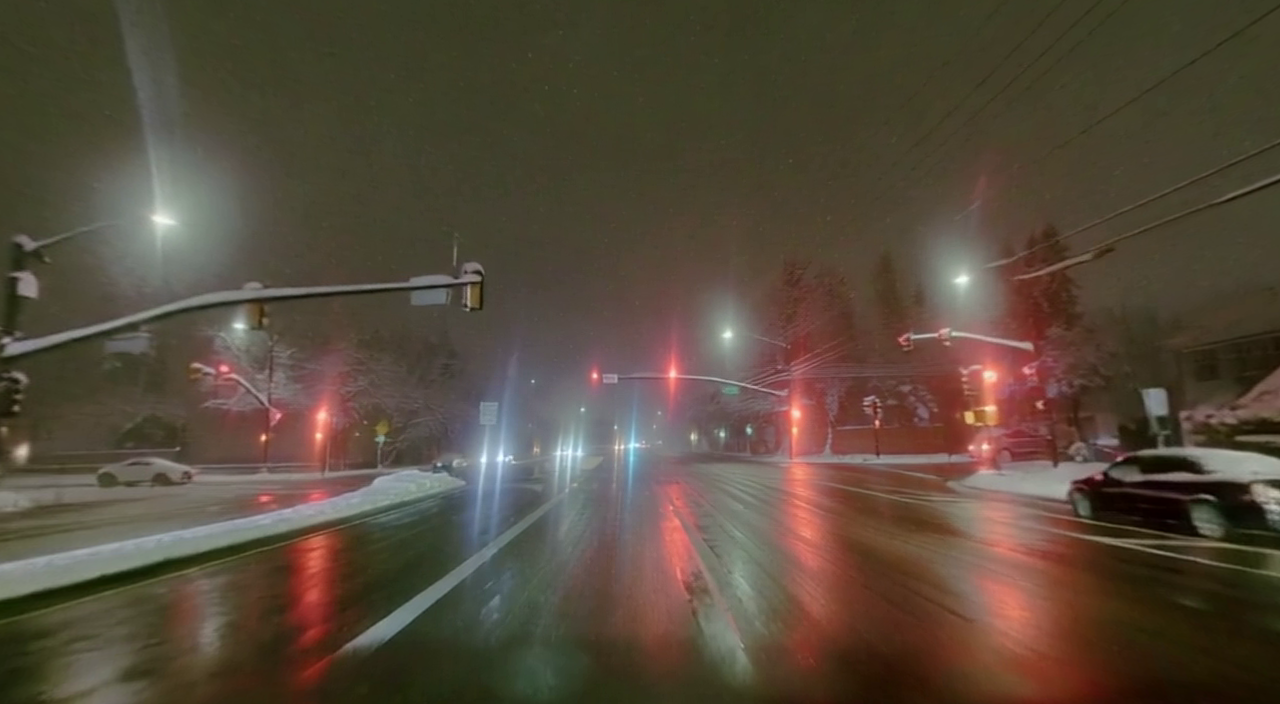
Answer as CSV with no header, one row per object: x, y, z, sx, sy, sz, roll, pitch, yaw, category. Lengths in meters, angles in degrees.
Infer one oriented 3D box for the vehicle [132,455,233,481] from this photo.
-27.975,7.097,38.719,4.665,1.494,1.850,0,-9,-3,vehicle

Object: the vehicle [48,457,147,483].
-33.075,7.171,38.596,4.404,1.486,1.791,0,-9,0,vehicle

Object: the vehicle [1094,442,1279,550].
9.807,2.145,9.782,1.918,1.483,4.813,0,-8,-1,vehicle

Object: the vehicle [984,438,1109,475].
18.577,4.774,29.045,4.357,1.461,1.927,-2,-8,2,vehicle

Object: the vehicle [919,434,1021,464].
20.224,5.967,38.853,5.021,1.780,2.191,0,-9,-3,vehicle
